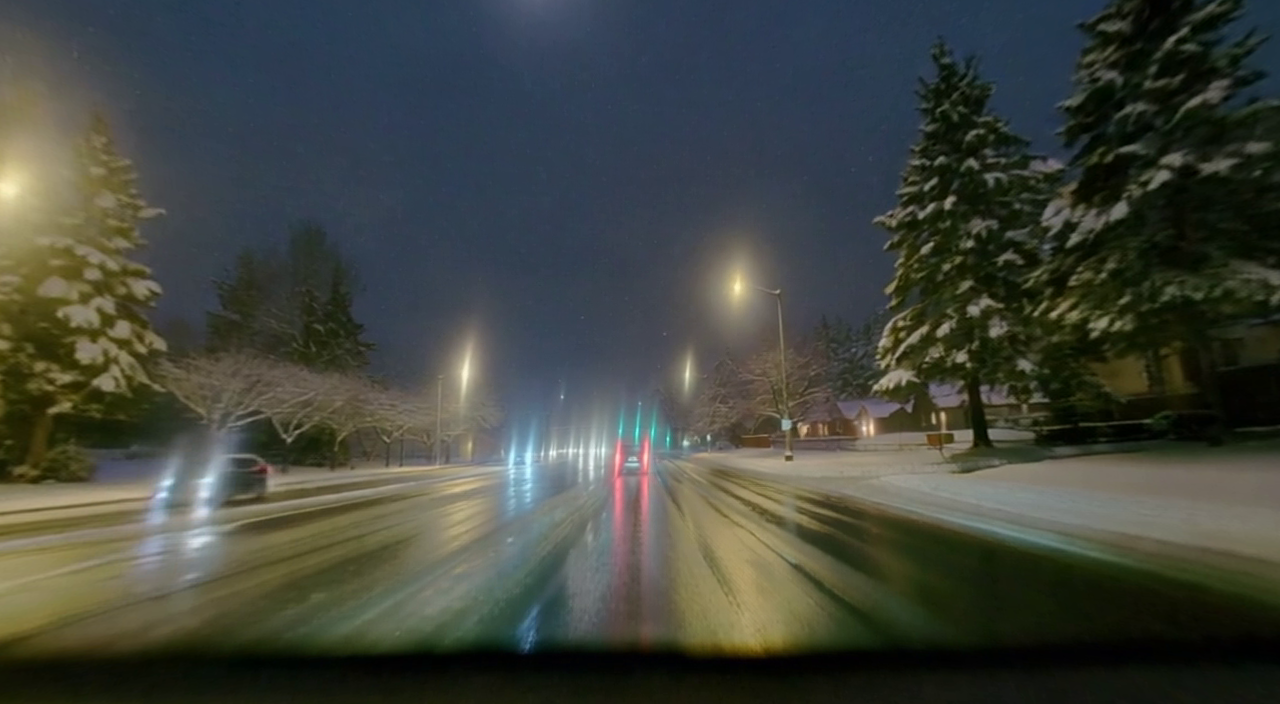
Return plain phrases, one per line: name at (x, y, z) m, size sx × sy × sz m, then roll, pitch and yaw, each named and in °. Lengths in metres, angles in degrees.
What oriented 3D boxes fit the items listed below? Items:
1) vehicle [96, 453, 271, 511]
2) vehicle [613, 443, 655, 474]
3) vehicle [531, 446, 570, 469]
vehicle at (-13.772, 3.911, 19.435) m, size 1.949 × 1.517 × 4.459 m, roll 0°, pitch -9°, yaw 1°
vehicle at (-0.248, 5.667, 33.706) m, size 2.106 × 1.517 × 4.375 m, roll 0°, pitch -9°, yaw 1°
vehicle at (-6.039, 7.172, 42.918) m, size 2.014 × 1.472 × 4.357 m, roll 0°, pitch -9°, yaw 0°
